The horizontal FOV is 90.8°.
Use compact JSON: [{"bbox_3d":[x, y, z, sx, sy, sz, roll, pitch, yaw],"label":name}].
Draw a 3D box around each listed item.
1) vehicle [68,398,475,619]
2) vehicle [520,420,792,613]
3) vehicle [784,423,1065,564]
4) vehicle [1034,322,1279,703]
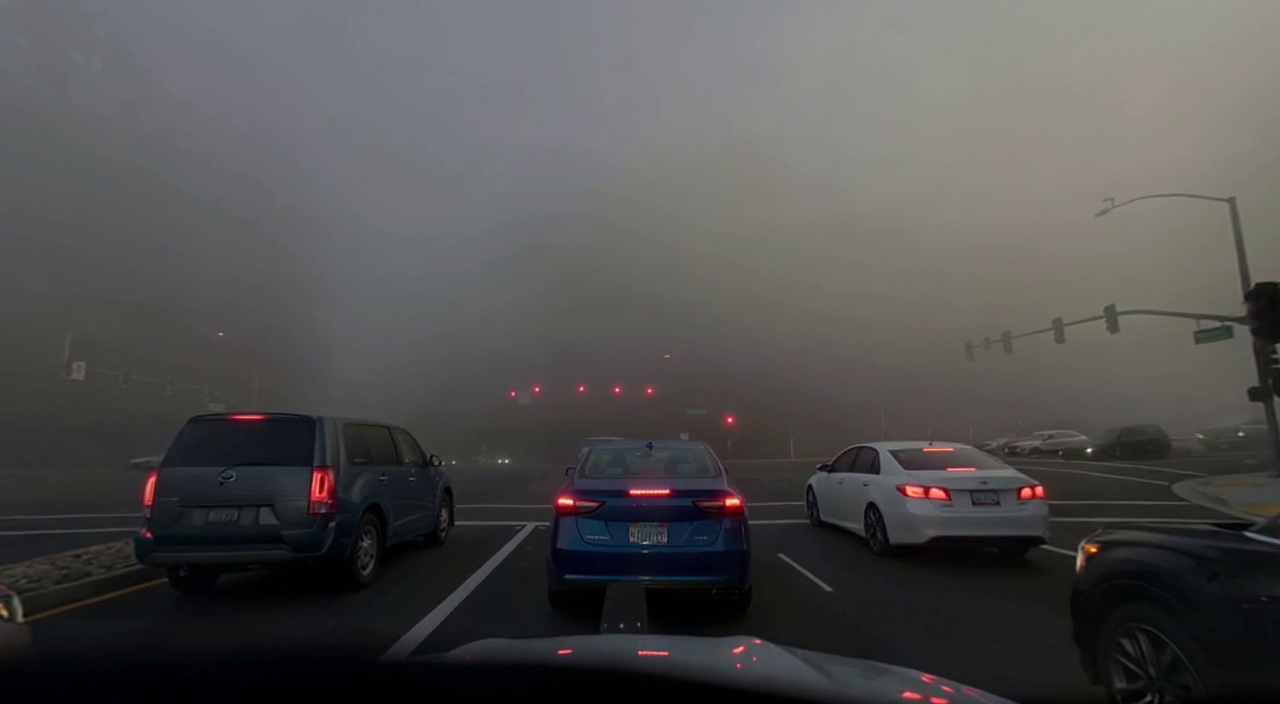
[{"bbox_3d":[-3.410,1.532,7.070,1.958,1.693,4.242,0,-9,0],"label":"vehicle"},{"bbox_3d":[0.068,1.592,7.027,2.114,1.482,4.056,0,-9,-2],"label":"vehicle"},{"bbox_3d":[3.539,1.841,8.978,1.874,1.487,4.404,0,-9,-1],"label":"vehicle"},{"bbox_3d":[3.238,0.613,1.178,2.178,1.691,4.314,0,-9,0],"label":"vehicle"}]
